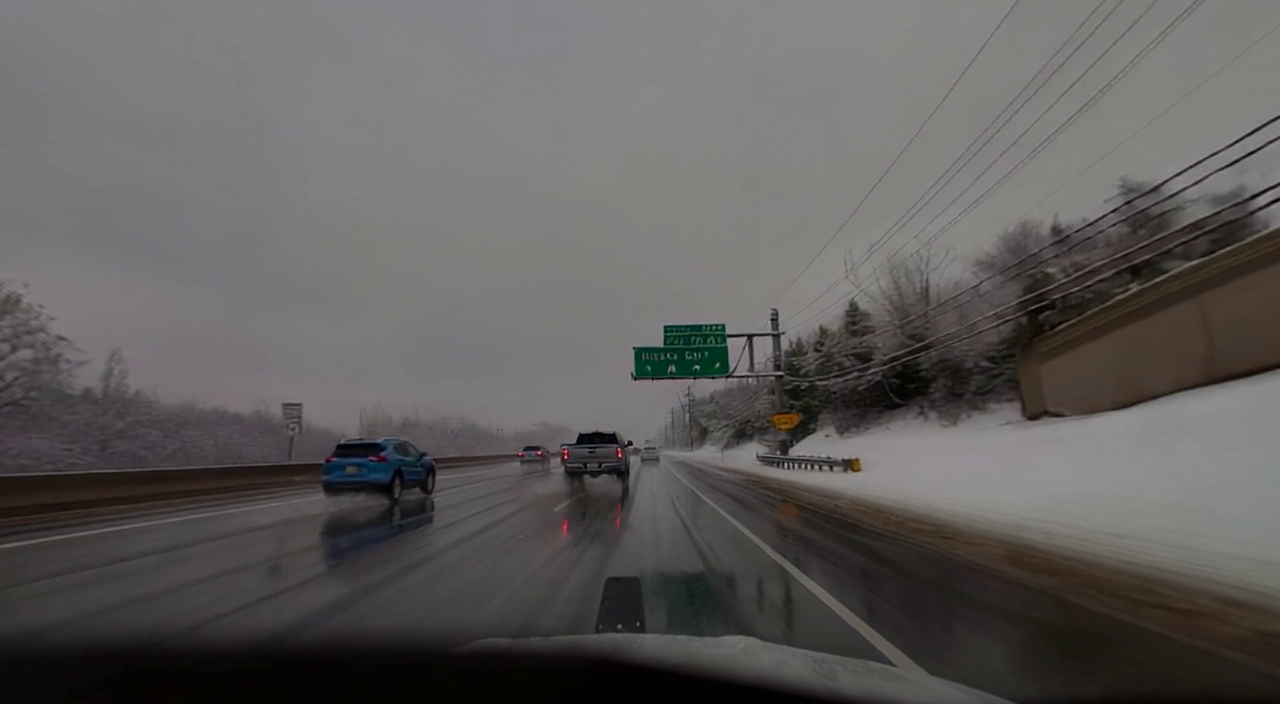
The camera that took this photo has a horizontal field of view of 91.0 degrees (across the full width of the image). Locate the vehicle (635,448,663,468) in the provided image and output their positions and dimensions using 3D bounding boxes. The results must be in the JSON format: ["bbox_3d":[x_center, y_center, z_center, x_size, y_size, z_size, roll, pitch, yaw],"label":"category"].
[{"bbox_3d":[0.639,8.107,48.413,2.025,1.485,4.310,0,-9,0],"label":"vehicle"}]

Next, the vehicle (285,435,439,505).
[{"bbox_3d":[-7.213,3.090,16.971,2.055,1.618,4.457,0,-9,1],"label":"vehicle"}]

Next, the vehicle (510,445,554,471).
[{"bbox_3d":[-7.426,7.314,43.717,2.143,1.688,4.776,0,-9,1],"label":"vehicle"}]

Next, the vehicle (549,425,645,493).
[{"bbox_3d":[-1.334,3.788,22.731,2.972,2.087,6.126,0,-9,0],"label":"vehicle"}]
